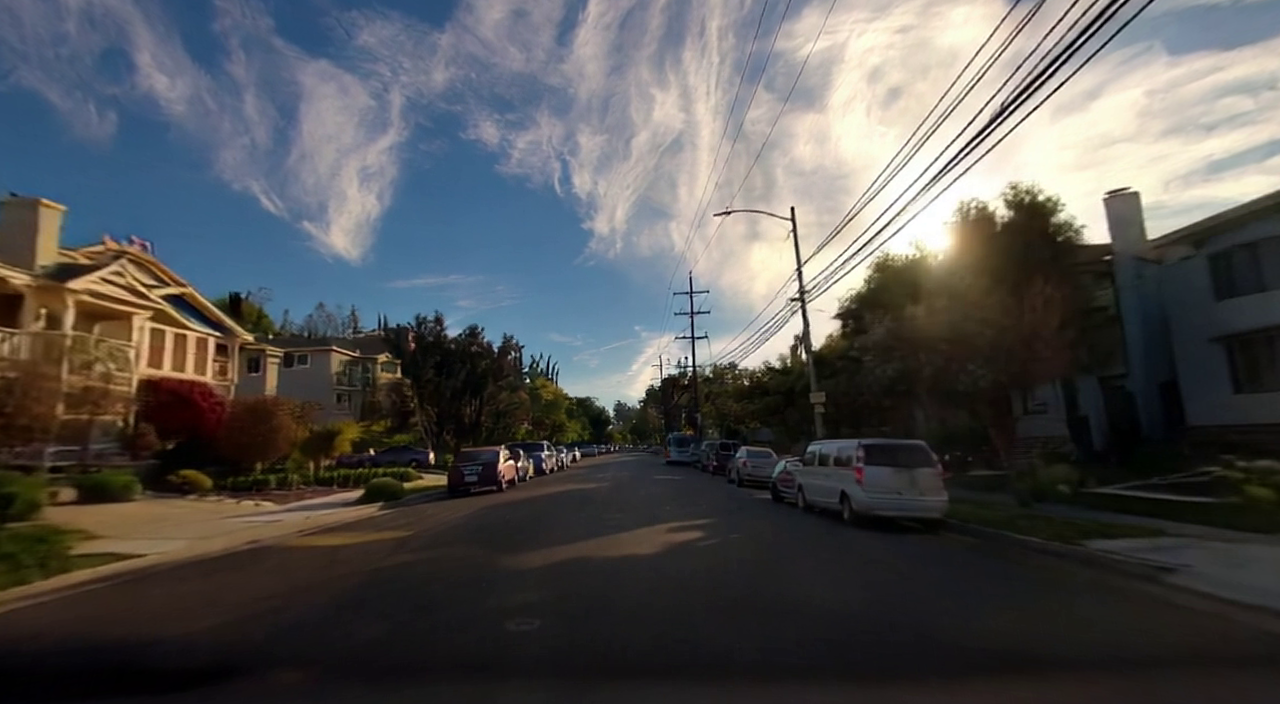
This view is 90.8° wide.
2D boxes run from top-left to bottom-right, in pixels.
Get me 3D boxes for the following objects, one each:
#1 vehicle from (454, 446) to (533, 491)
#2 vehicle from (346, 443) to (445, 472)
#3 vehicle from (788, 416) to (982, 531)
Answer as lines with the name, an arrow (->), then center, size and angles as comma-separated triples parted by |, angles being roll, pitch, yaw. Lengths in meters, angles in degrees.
vehicle -> -5.397, 4.364, 23.870 | 2.031, 1.468, 4.165 | -2, -9, -1
vehicle -> -13.150, 5.671, 34.118 | 4.556, 1.510, 1.843 | 0, -9, -1
vehicle -> 4.587, 2.350, 12.724 | 2.086, 1.885, 4.323 | 0, -9, -1
